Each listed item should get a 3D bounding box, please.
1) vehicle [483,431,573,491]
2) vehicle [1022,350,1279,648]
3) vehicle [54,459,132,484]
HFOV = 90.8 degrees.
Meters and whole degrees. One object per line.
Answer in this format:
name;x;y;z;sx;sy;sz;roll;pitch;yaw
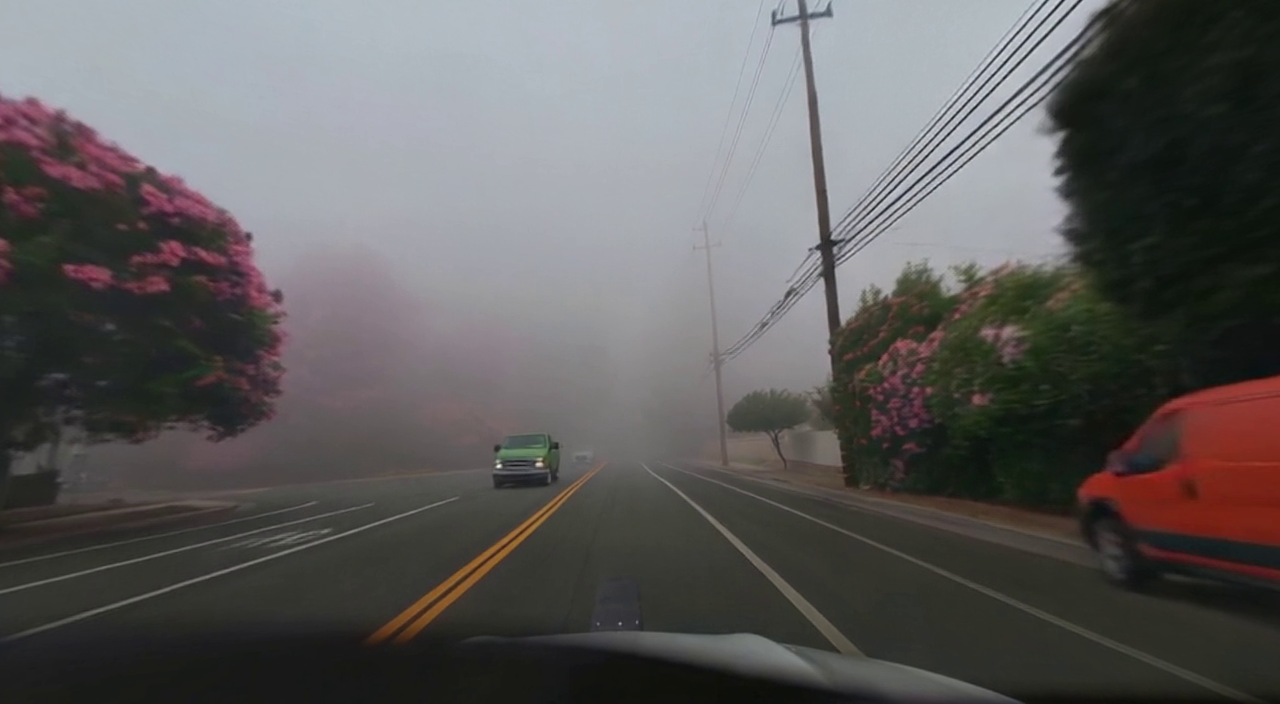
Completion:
vehicle;-3.839;3.849;22.731;2.357;1.893;5.084;0;-9;-1
vehicle;5.449;1.007;4.347;2.238;1.995;5.491;0;-9;1
vehicle;-37.026;8.090;42.880;1.669;1.429;4.145;-2;-8;-1
